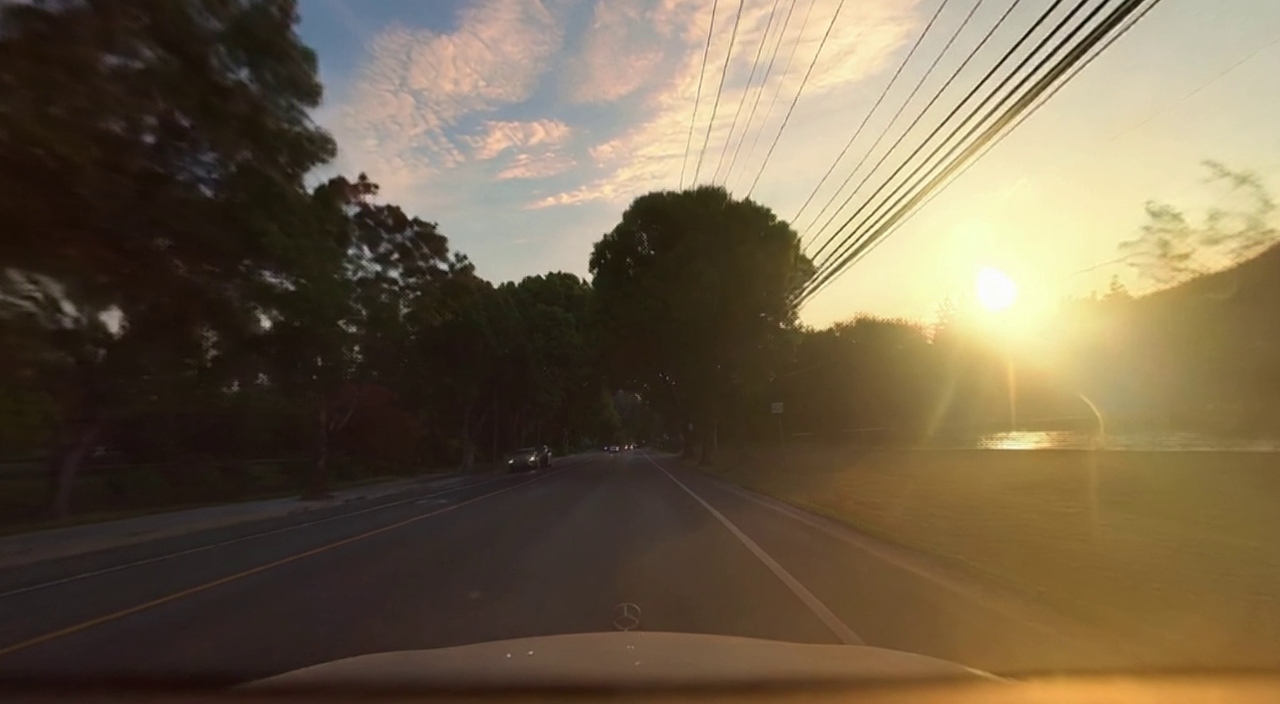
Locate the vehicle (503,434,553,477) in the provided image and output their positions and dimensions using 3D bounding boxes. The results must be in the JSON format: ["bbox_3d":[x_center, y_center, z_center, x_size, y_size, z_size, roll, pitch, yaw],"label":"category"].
[{"bbox_3d":[-7.857,7.249,44.897,2.351,2.696,6.106,-2,-7,1],"label":"vehicle"}]
